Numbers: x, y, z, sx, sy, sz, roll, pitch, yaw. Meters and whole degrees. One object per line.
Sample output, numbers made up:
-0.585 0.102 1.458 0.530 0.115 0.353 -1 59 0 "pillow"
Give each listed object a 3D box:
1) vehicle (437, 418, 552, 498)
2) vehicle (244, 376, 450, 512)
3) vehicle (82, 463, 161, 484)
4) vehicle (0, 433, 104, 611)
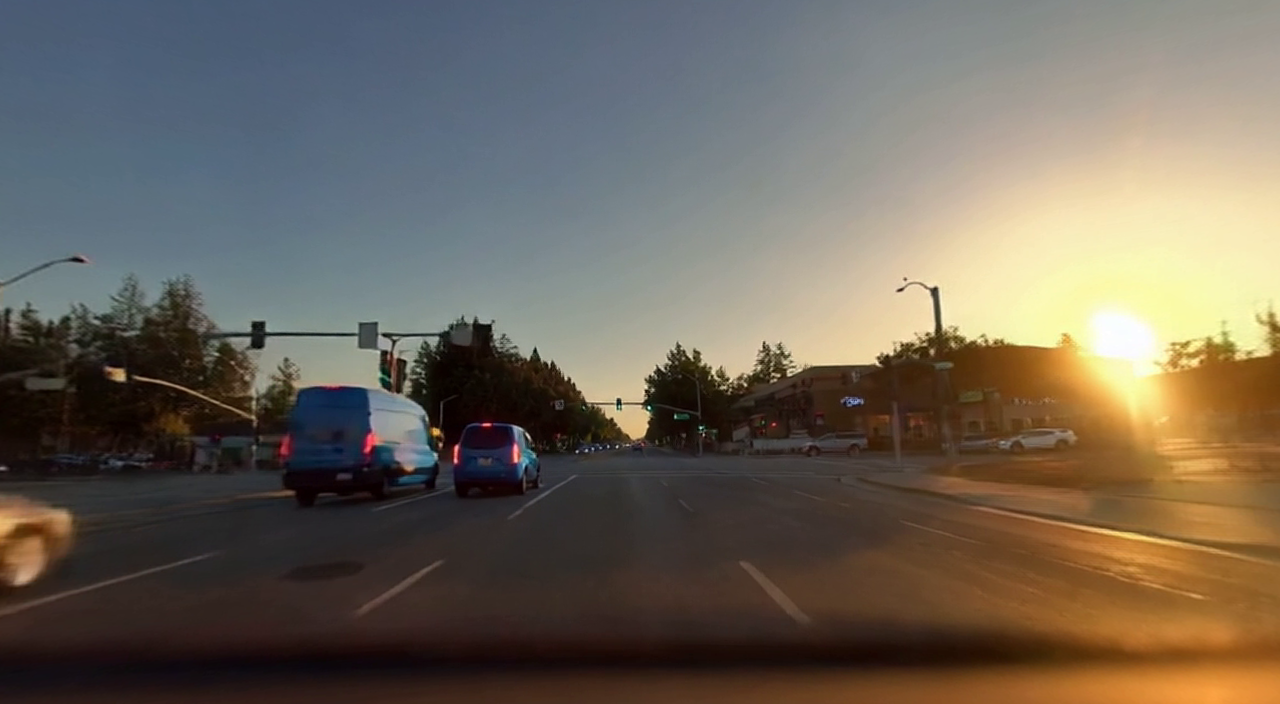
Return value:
-4.037 3.060 18.609 2.206 2.007 5.190 0 -8 -1 "vehicle"
-6.691 2.228 15.453 2.405 2.696 5.561 0 -8 -1 "vehicle"
-39.081 9.129 47.694 4.378 1.467 1.812 0 -8 2 "vehicle"
-6.399 1.227 3.908 1.993 1.490 4.768 0 -8 0 "vehicle"
